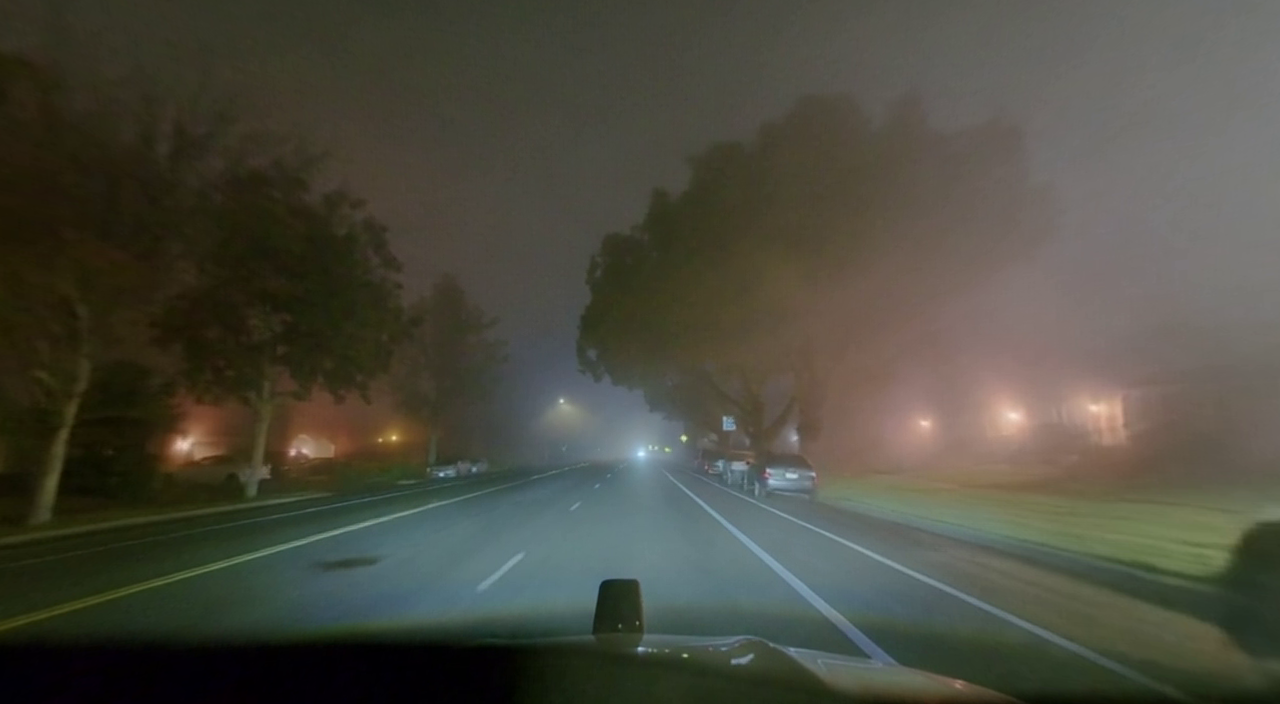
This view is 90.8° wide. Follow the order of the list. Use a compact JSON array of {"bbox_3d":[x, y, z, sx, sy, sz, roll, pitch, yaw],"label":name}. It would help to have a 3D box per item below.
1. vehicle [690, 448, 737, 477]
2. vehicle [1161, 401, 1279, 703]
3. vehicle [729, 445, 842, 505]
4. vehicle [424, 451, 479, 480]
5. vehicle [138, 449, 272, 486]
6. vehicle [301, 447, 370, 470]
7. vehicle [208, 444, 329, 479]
[{"bbox_3d":[3.995,6.054,34.979,2.002,1.493,4.652,0,-9,0],"label":"vehicle"},{"bbox_3d":[4.036,0.788,1.262,1.999,1.615,4.513,0,-9,-2],"label":"vehicle"},{"bbox_3d":[4.108,3.539,18.698,1.997,1.510,4.555,0,-9,-4],"label":"vehicle"},{"bbox_3d":[-10.935,6.573,36.884,1.895,1.551,4.229,0,-9,0],"label":"vehicle"},{"bbox_3d":[-19.220,5.104,28.065,4.446,1.534,2.018,0,-9,2],"label":"vehicle"},{"bbox_3d":[-23.731,8.282,49.316,4.304,1.755,2.047,0,-9,-1],"label":"vehicle"},{"bbox_3d":[-20.088,5.915,34.313,5.216,1.780,2.045,0,-9,-1],"label":"vehicle"}]
